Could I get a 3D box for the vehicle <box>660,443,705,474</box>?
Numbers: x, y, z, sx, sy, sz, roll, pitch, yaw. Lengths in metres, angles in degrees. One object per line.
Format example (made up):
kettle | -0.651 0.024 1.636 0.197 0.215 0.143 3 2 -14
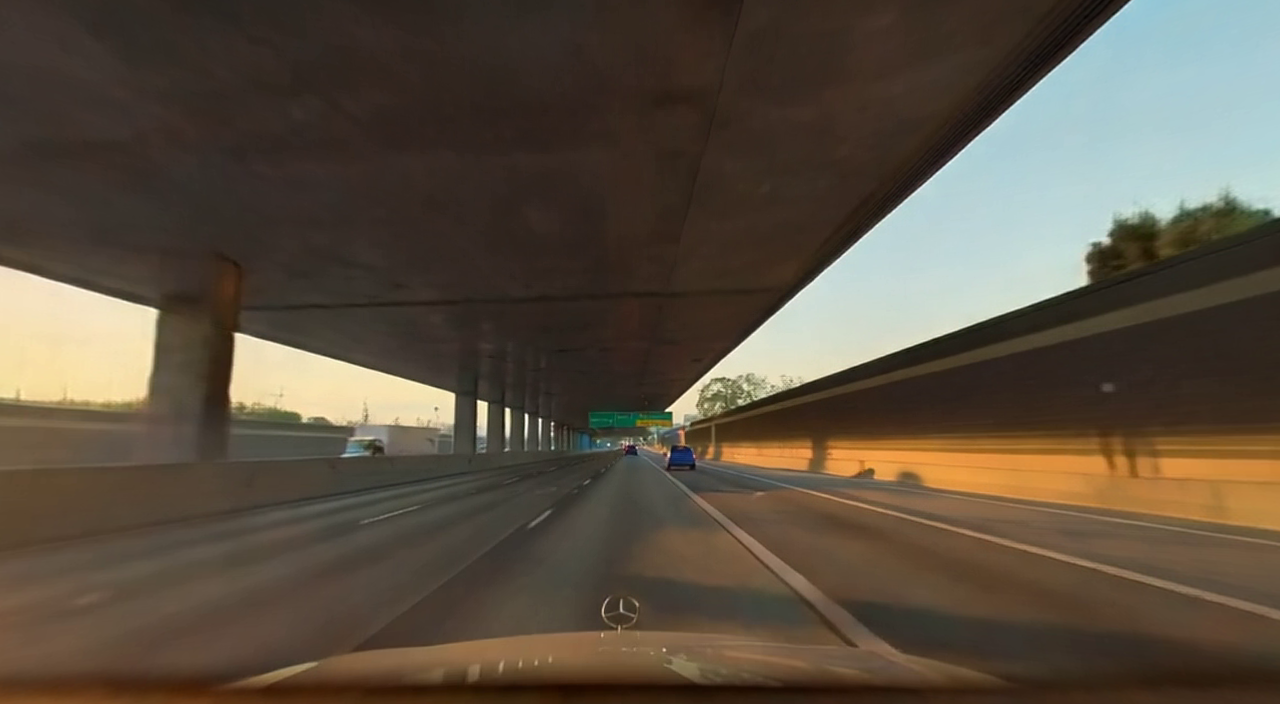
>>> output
vehicle | 2.195 5.625 33.422 2.055 1.501 4.321 0 -9 0
